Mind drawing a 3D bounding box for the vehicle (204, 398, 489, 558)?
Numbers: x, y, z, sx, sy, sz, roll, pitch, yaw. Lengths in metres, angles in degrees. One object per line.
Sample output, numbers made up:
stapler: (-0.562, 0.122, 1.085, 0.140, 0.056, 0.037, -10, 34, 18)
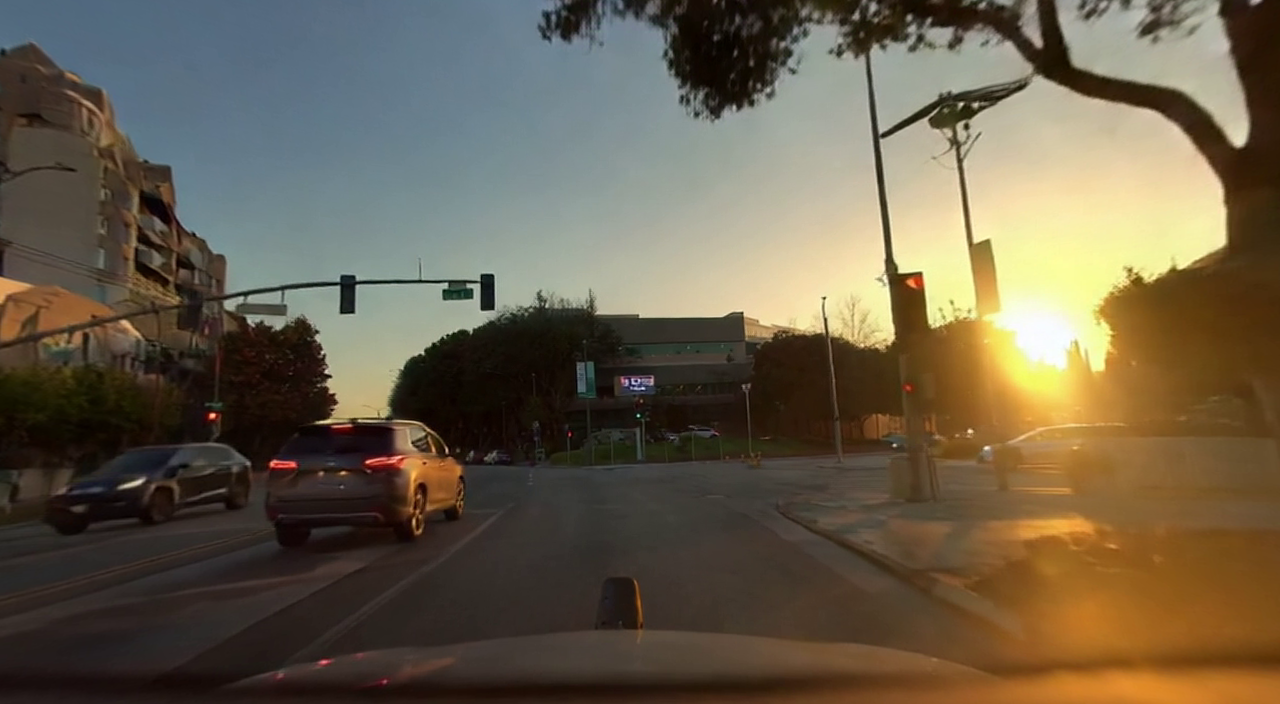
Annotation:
vehicle: (-3.956, 1.822, 9.812, 2.134, 1.799, 5.082, 0, -9, -2)

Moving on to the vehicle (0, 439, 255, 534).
vehicle: (-11.382, 2.964, 14.622, 2.433, 1.784, 4.681, 1, -9, -7)

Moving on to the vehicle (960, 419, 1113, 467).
vehicle: (15.965, 3.733, 25.827, 4.857, 1.803, 2.147, -4, -10, 22)
